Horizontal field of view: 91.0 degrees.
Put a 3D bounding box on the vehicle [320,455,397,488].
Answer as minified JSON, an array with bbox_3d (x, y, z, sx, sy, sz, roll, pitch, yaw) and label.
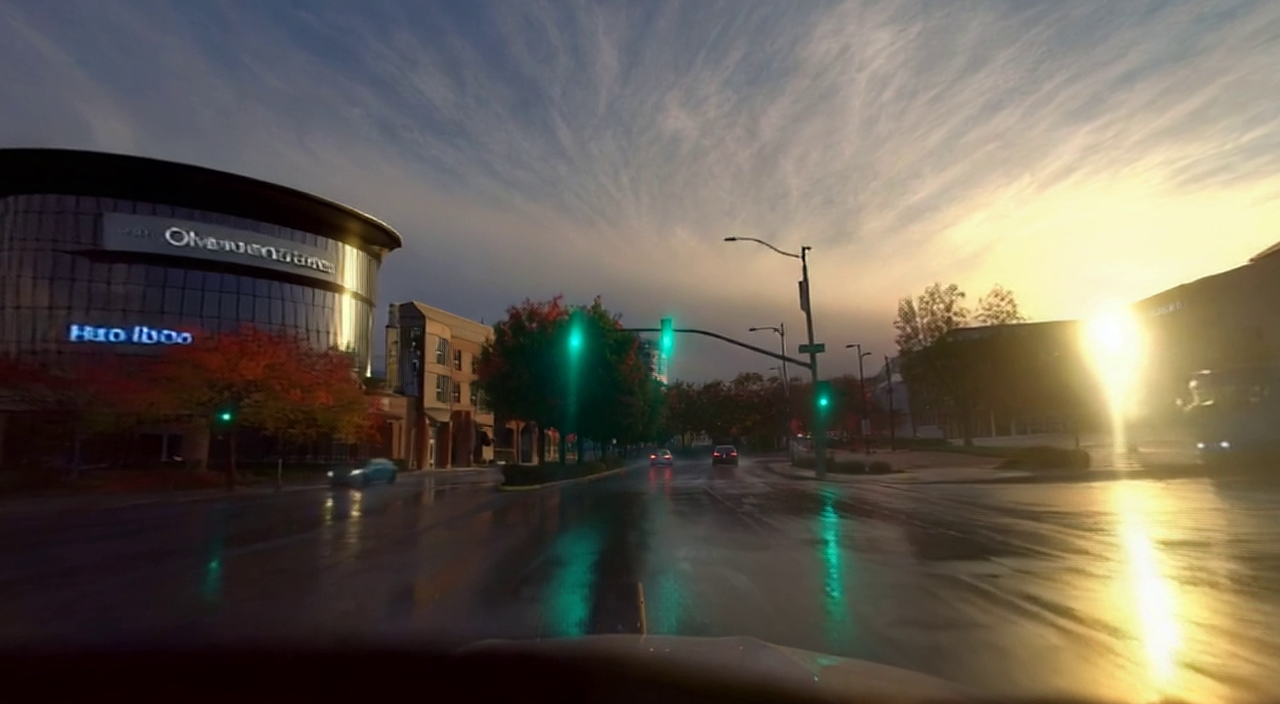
[{"bbox_3d":[-14.640,6.226,33.005,1.904,1.582,4.111,-1,-9,4],"label":"vehicle"}]

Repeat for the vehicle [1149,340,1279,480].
[{"bbox_3d":[20.937,1.632,17.044,10.893,3.534,3.195,-1,-9,4],"label":"vehicle"}]

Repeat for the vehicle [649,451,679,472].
[{"bbox_3d":[1.858,8.359,48.325,2.014,1.525,4.197,-1,-9,6],"label":"vehicle"}]

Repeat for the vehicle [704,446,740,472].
[{"bbox_3d":[5.748,7.553,44.666,2.174,1.749,4.739,0,-9,3],"label":"vehicle"}]
